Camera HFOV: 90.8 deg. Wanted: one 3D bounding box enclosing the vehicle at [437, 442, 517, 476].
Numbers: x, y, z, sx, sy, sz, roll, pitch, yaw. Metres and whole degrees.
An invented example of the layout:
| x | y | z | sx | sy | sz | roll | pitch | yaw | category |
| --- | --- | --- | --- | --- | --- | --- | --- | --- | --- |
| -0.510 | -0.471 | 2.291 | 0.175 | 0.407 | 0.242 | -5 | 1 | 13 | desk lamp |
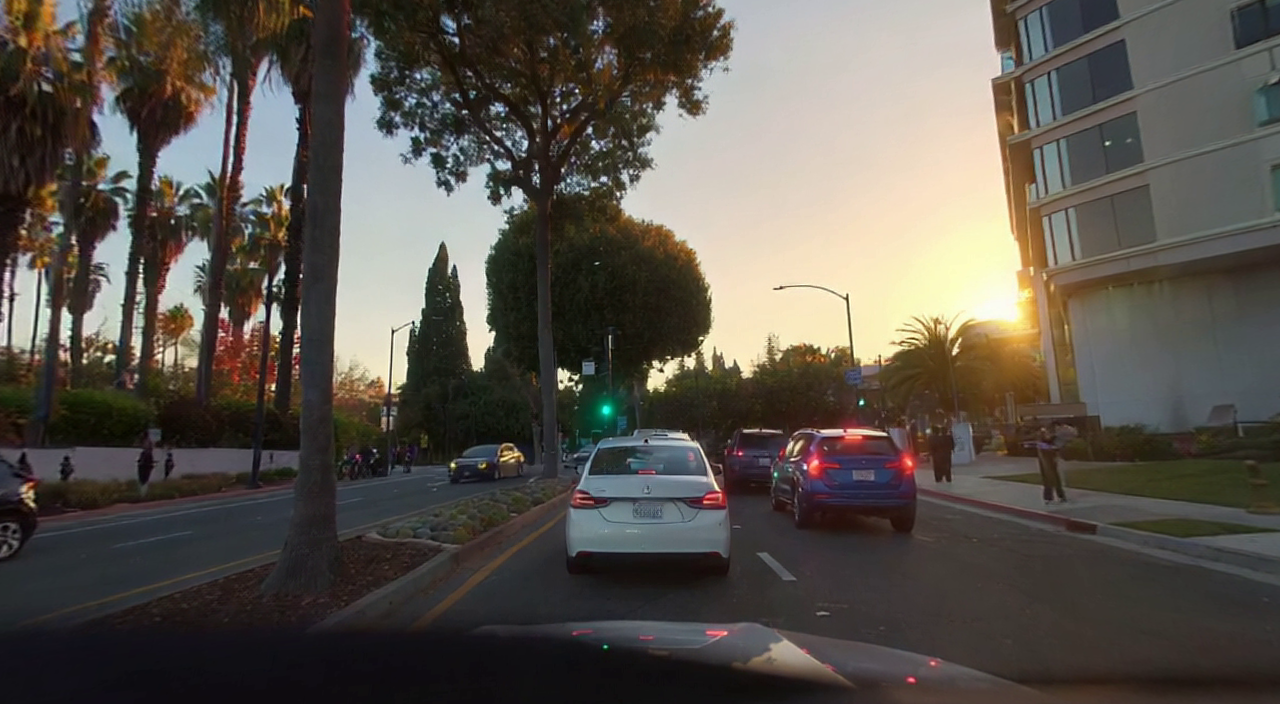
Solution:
| x | y | z | sx | sy | sz | roll | pitch | yaw | category |
| --- | --- | --- | --- | --- | --- | --- | --- | --- | --- |
| -7.348 | 4.860 | 28.948 | 1.898 | 1.439 | 4.540 | -1 | -8 | 8 | vehicle |

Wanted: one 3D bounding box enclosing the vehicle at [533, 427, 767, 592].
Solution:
| x | y | z | sx | sy | sz | roll | pitch | yaw | category |
| --- | --- | --- | --- | --- | --- | --- | --- | --- | --- |
| 0.133 | 1.712 | 7.708 | 2.088 | 1.452 | 3.993 | 0 | -8 | 1 | vehicle |

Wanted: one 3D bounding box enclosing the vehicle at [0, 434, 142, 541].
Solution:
| x | y | z | sx | sy | sz | roll | pitch | yaw | category |
| --- | --- | --- | --- | --- | --- | --- | --- | --- | --- |
| -13.062 | 2.718 | 12.294 | 2.240 | 1.964 | 5.707 | -6 | -8 | 0 | vehicle |

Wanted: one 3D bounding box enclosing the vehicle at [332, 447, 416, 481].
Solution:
| x | y | z | sx | sy | sz | roll | pitch | yaw | category |
| --- | --- | --- | --- | --- | --- | --- | --- | --- | --- |
| -13.194 | 5.558 | 31.682 | 1.965 | 1.507 | 4.725 | -1 | -8 | 3 | vehicle |

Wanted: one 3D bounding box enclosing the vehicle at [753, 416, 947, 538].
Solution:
| x | y | z | sx | sy | sz | roll | pitch | yaw | category |
| --- | --- | --- | --- | --- | --- | --- | --- | --- | --- |
| 3.394 | 2.109 | 11.254 | 2.003 | 1.733 | 4.319 | 0 | -8 | 1 | vehicle |
